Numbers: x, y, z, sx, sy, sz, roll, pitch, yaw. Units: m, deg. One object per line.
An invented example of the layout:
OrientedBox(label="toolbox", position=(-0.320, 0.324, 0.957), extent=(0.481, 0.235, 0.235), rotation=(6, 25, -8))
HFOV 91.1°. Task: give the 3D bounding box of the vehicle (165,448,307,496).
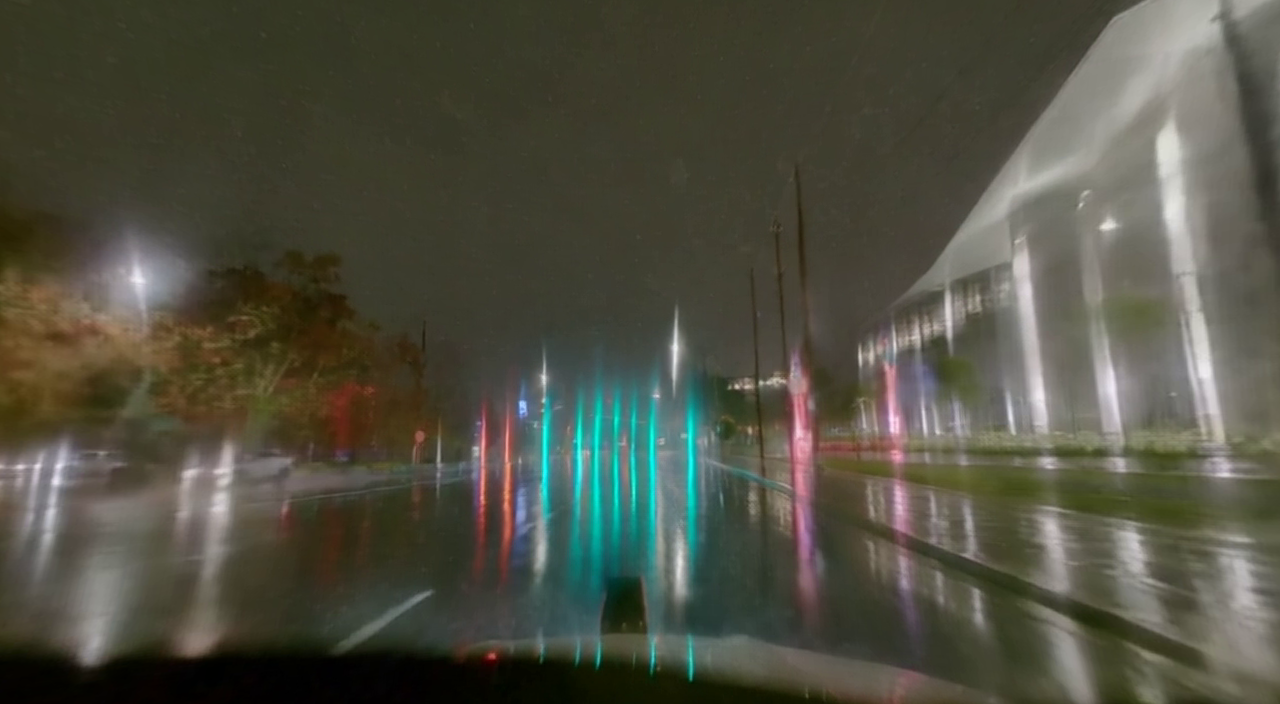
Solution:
OrientedBox(label="vehicle", position=(-14.472, 4.280, 22.887), extent=(1.920, 1.512, 4.657), rotation=(0, -9, 2))

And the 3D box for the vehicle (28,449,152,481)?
OrientedBox(label="vehicle", position=(-29.124, 5.983, 33.373), extent=(4.692, 1.576, 1.864), rotation=(0, -9, -2))
